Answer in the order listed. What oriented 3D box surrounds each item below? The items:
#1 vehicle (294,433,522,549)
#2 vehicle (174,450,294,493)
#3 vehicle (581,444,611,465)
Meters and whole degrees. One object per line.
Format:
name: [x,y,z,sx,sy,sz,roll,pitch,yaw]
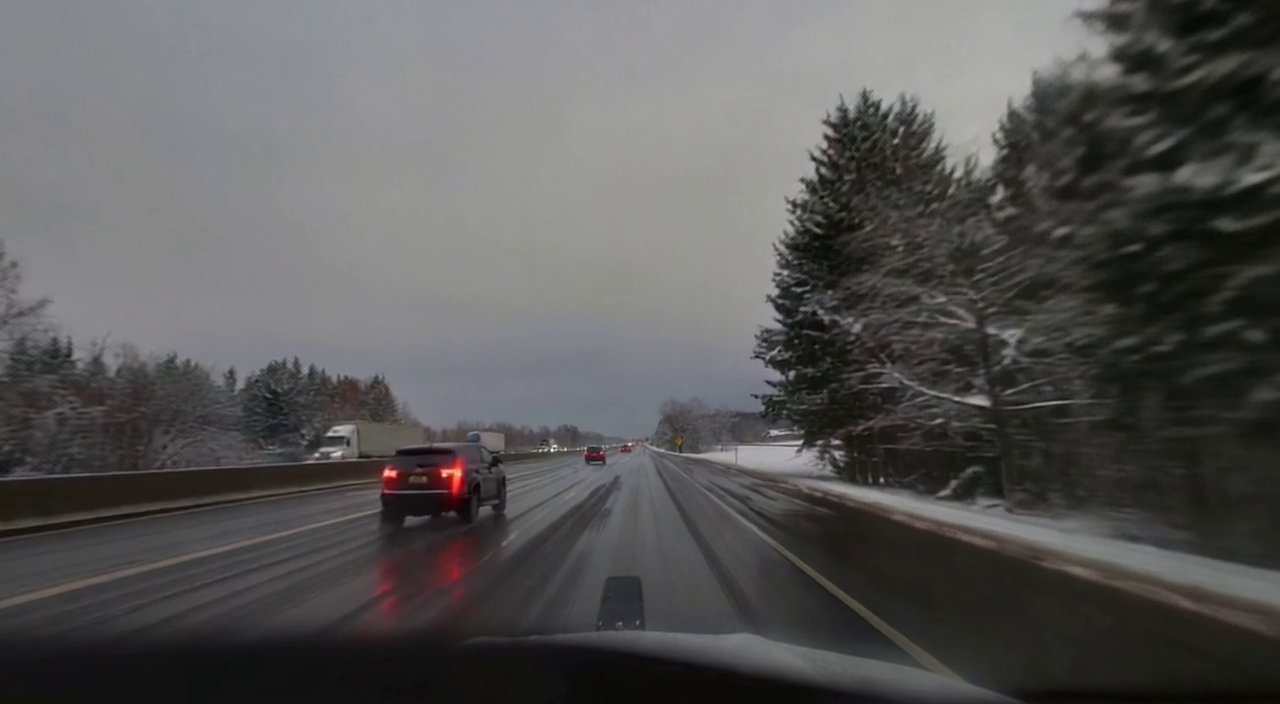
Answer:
vehicle: [-3.444,2.160,10.467,2.110,1.500,4.259,0,-9,1]
vehicle: [-14.984,4.396,23.562,1.881,1.404,3.891,0,-9,0]
vehicle: [-3.282,7.726,47.703,1.954,1.541,4.079,0,-9,0]
